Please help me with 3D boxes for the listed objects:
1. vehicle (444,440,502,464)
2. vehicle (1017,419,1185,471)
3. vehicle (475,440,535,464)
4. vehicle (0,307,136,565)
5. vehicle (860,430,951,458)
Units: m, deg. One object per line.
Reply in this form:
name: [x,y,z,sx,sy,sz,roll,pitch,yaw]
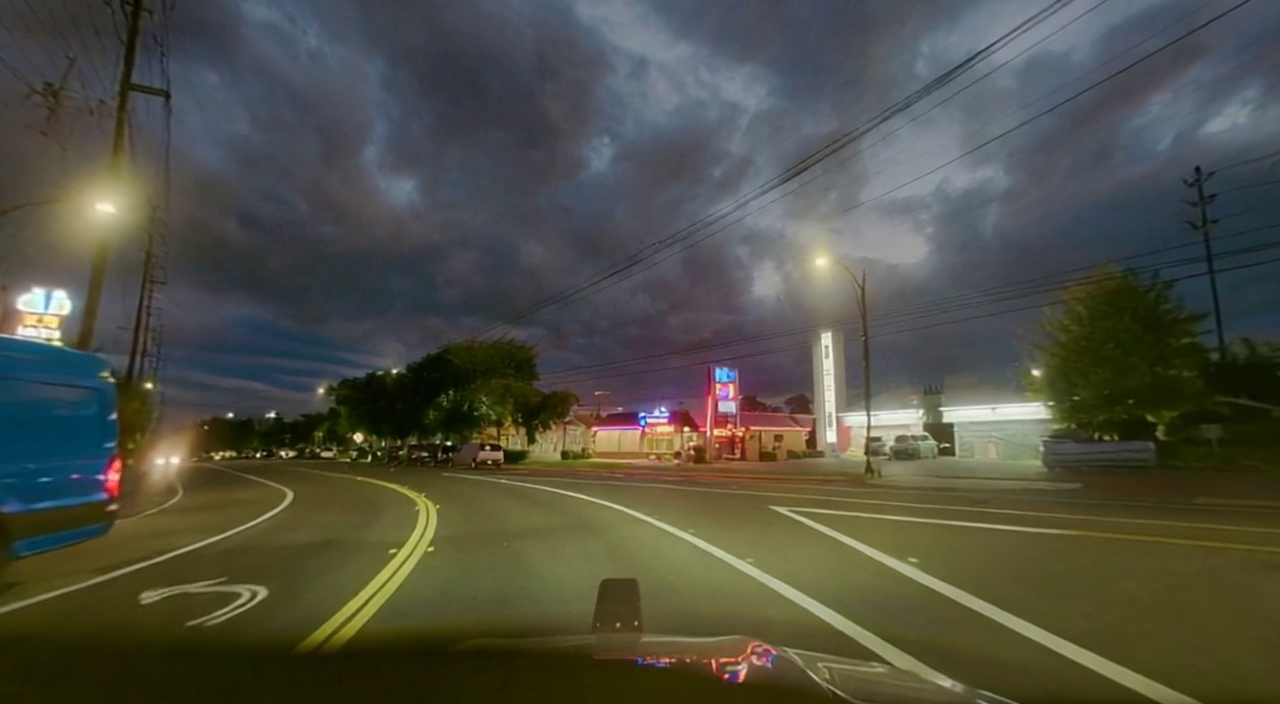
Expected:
vehicle: [-12.088,7.258,45.934,2.057,1.564,4.502,-3,-8,15]
vehicle: [16.812,3.386,23.119,4.543,1.744,2.164,0,-8,-6]
vehicle: [-9.174,6.835,43.342,2.074,1.526,4.853,-3,-8,15]
vehicle: [-12.014,0.924,6.813,3.276,3.922,10.384,-2,-8,10]
vehicle: [15.496,5.391,36.879,4.454,1.504,1.970,0,-8,-5]
